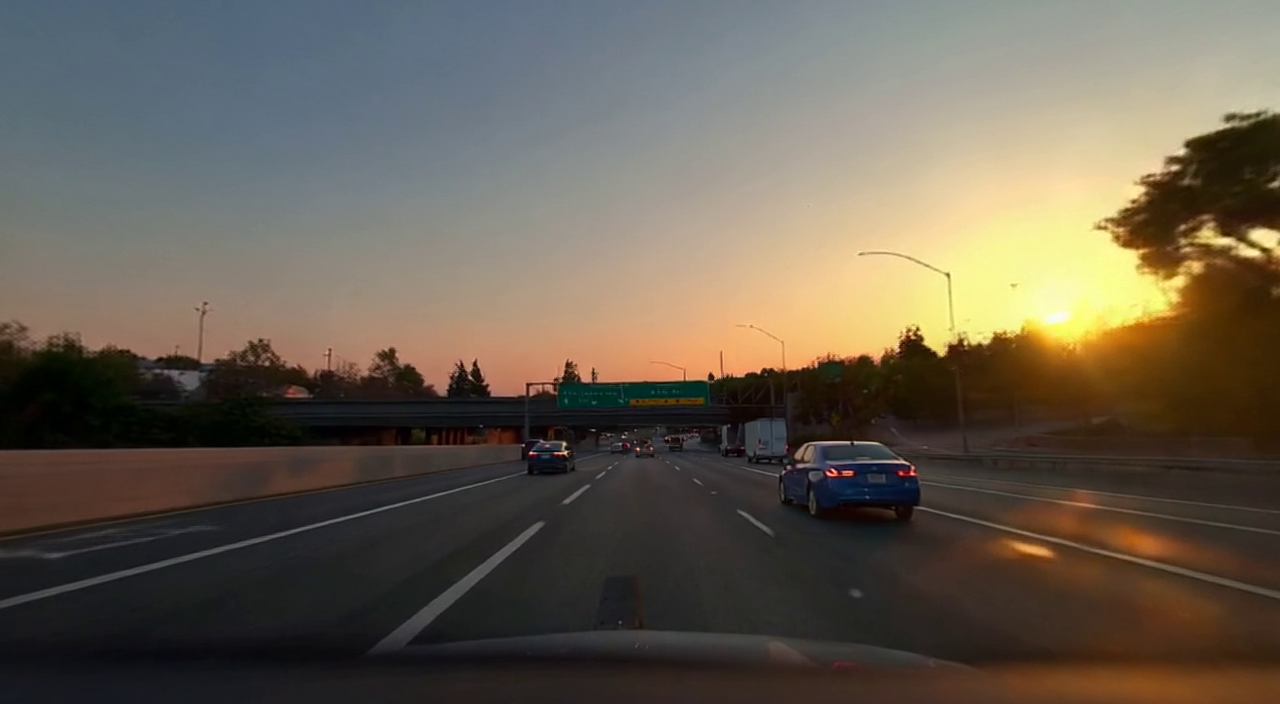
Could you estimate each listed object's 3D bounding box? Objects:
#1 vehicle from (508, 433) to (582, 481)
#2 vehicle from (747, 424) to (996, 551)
[{"bbox_3d":[-3.711,4.195,25.507,2.193,1.746,4.512,0,-8,1],"label":"vehicle"},{"bbox_3d":[3.304,2.047,10.360,2.107,1.550,4.949,0,-8,-1],"label":"vehicle"}]
